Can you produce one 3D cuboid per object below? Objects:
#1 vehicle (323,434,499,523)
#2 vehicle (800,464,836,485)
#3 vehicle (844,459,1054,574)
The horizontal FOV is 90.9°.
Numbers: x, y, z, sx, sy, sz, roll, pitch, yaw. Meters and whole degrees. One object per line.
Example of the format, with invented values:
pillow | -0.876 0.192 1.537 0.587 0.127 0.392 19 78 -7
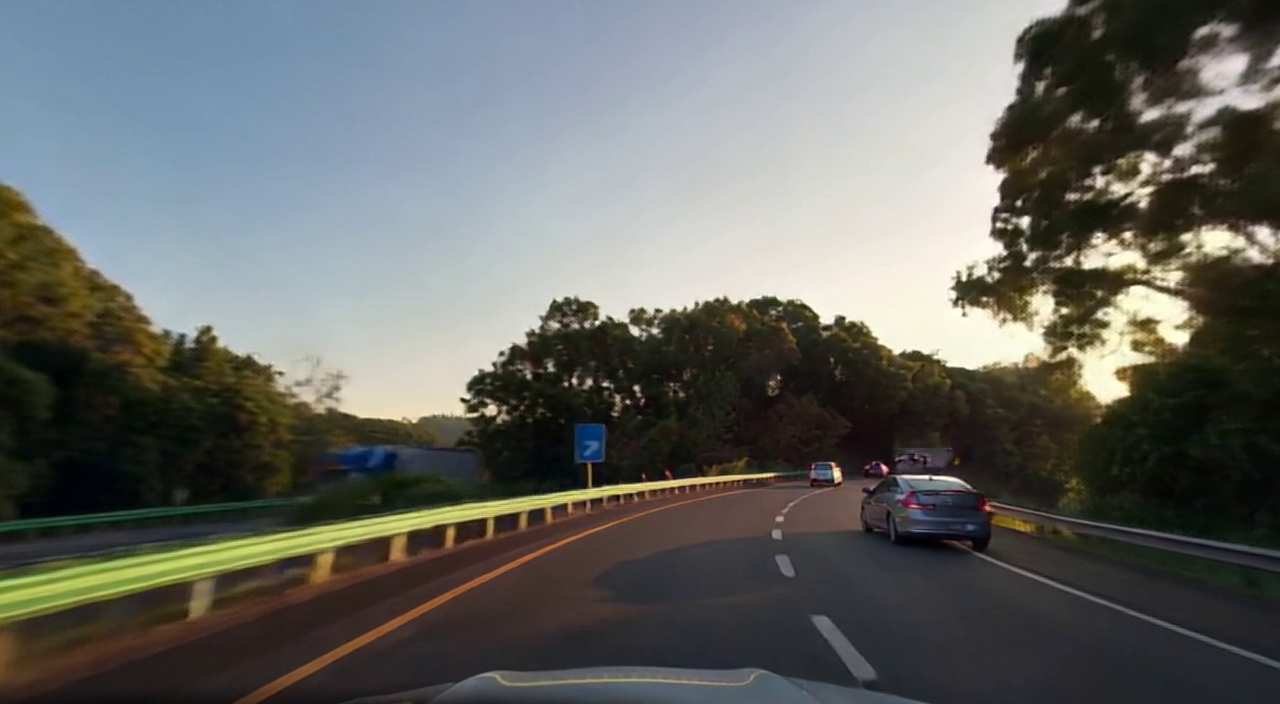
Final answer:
vehicle | -11.388 6.492 32.847 2.909 3.910 9.340 -3 -11 22
vehicle | 13.656 9.347 48.145 1.992 1.503 3.793 -4 -12 25
vehicle | 5.118 2.751 11.201 2.023 1.593 4.105 0 -11 7
